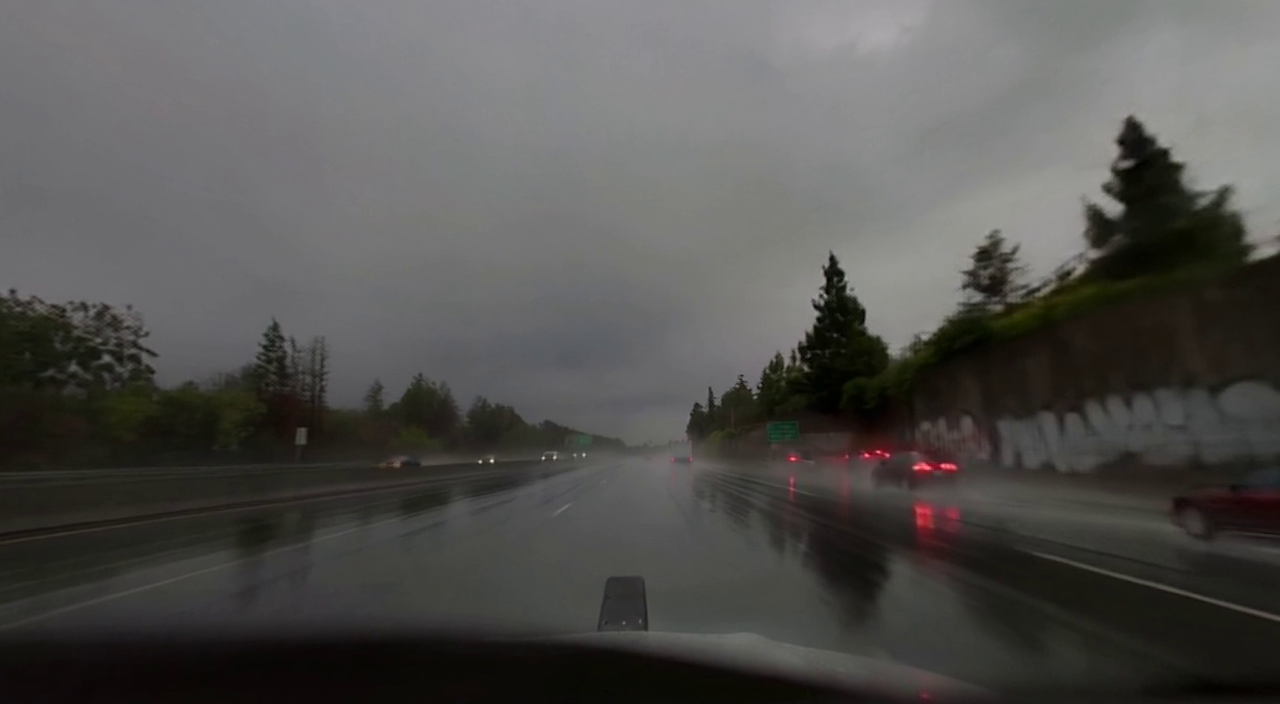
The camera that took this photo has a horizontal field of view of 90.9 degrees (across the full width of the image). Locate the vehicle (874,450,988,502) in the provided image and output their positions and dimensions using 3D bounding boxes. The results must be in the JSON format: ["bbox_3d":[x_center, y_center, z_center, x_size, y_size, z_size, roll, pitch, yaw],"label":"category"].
[{"bbox_3d":[9.159,3.903,20.294,1.842,1.475,4.479,-1,-9,5],"label":"vehicle"}]

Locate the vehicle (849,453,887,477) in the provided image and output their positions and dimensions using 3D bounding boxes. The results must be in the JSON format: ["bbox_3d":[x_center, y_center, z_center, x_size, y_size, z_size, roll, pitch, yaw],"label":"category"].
[{"bbox_3d":[15.983,7.832,44.012,2.008,1.534,3.912,-4,-10,26],"label":"vehicle"}]

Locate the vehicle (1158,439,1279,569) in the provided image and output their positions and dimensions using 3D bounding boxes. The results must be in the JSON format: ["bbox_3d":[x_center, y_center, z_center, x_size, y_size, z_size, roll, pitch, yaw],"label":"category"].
[{"bbox_3d":[8.415,1.677,6.747,1.907,1.495,4.517,0,-9,1],"label":"vehicle"}]

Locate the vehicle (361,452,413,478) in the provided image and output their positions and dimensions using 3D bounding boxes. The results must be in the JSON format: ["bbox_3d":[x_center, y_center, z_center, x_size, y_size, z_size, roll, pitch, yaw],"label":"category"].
[{"bbox_3d":[-16.811,7.513,42.031,1.852,1.576,3.972,0,-9,0],"label":"vehicle"}]
